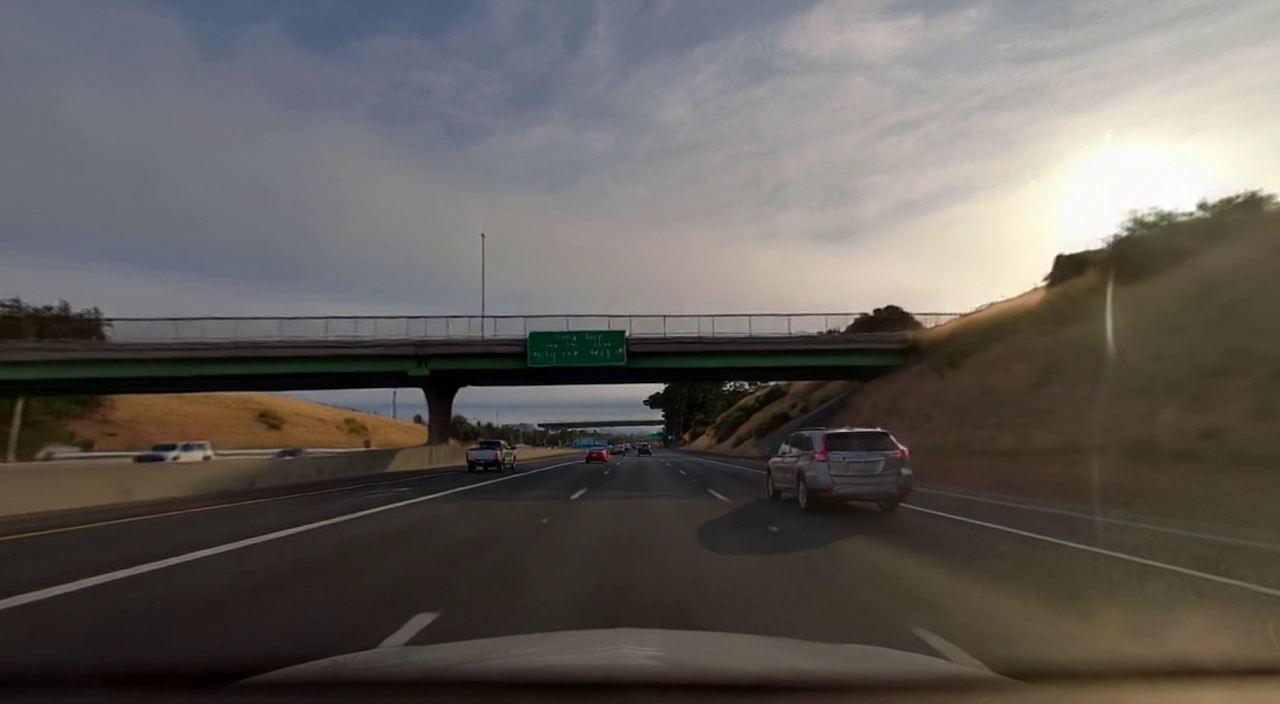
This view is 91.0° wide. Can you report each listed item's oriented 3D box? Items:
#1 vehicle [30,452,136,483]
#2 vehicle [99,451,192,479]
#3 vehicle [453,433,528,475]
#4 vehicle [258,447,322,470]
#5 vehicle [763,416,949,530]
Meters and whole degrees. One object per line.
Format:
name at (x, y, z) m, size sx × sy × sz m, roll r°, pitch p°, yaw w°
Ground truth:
vehicle at (-33.444, 6.908, 38.030) m, size 2.034 × 1.706 × 4.813 m, roll 0°, pitch -9°, yaw 0°
vehicle at (-29.818, 6.816, 38.184) m, size 1.949 × 1.561 × 4.541 m, roll 0°, pitch -9°, yaw 0°
vehicle at (-7.422, 5.162, 32.036) m, size 2.341 × 1.959 × 5.684 m, roll 0°, pitch -9°, yaw 1°
vehicle at (-25.741, 7.853, 46.528) m, size 1.993 × 1.614 × 4.606 m, roll 0°, pitch -9°, yaw 1°
vehicle at (3.728, 2.176, 11.844) m, size 1.990 × 1.735 × 4.276 m, roll 0°, pitch -9°, yaw 0°
